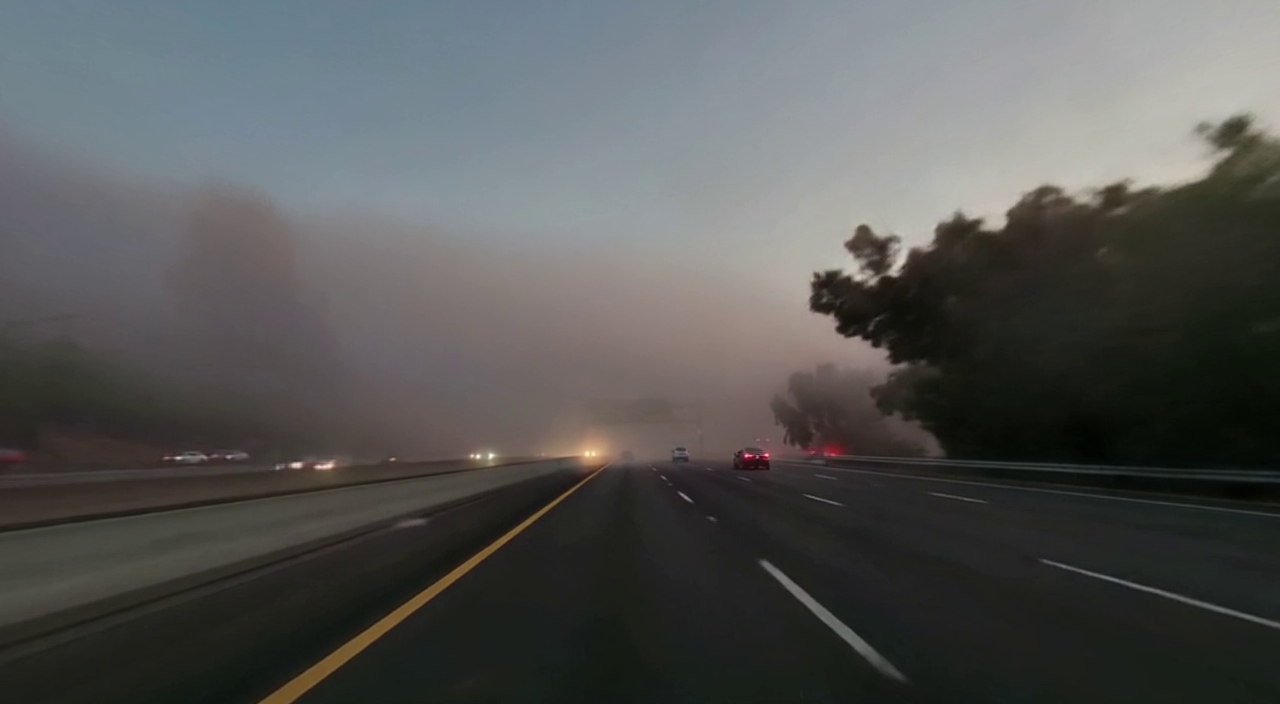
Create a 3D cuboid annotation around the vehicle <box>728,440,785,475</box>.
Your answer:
[{"bbox_3d":[6.068,5.528,33.340,2.030,1.706,4.279,0,-9,-2],"label":"vehicle"}]
